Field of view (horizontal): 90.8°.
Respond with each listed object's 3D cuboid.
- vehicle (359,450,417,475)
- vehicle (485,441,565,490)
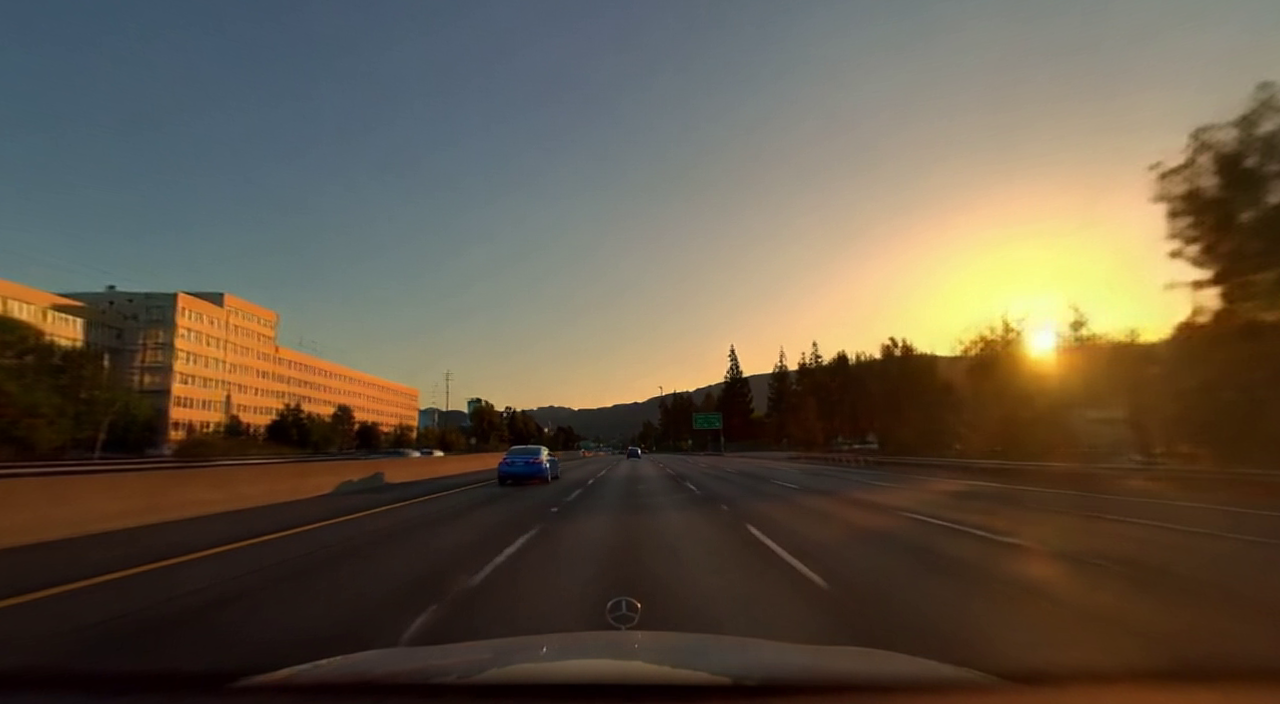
[{"bbox_3d":[-16.937,7.404,42.701,1.991,1.538,4.654,0,-9,0],"label":"vehicle"},{"bbox_3d":[-3.819,3.861,21.840,1.900,1.492,4.495,0,-9,0],"label":"vehicle"}]
